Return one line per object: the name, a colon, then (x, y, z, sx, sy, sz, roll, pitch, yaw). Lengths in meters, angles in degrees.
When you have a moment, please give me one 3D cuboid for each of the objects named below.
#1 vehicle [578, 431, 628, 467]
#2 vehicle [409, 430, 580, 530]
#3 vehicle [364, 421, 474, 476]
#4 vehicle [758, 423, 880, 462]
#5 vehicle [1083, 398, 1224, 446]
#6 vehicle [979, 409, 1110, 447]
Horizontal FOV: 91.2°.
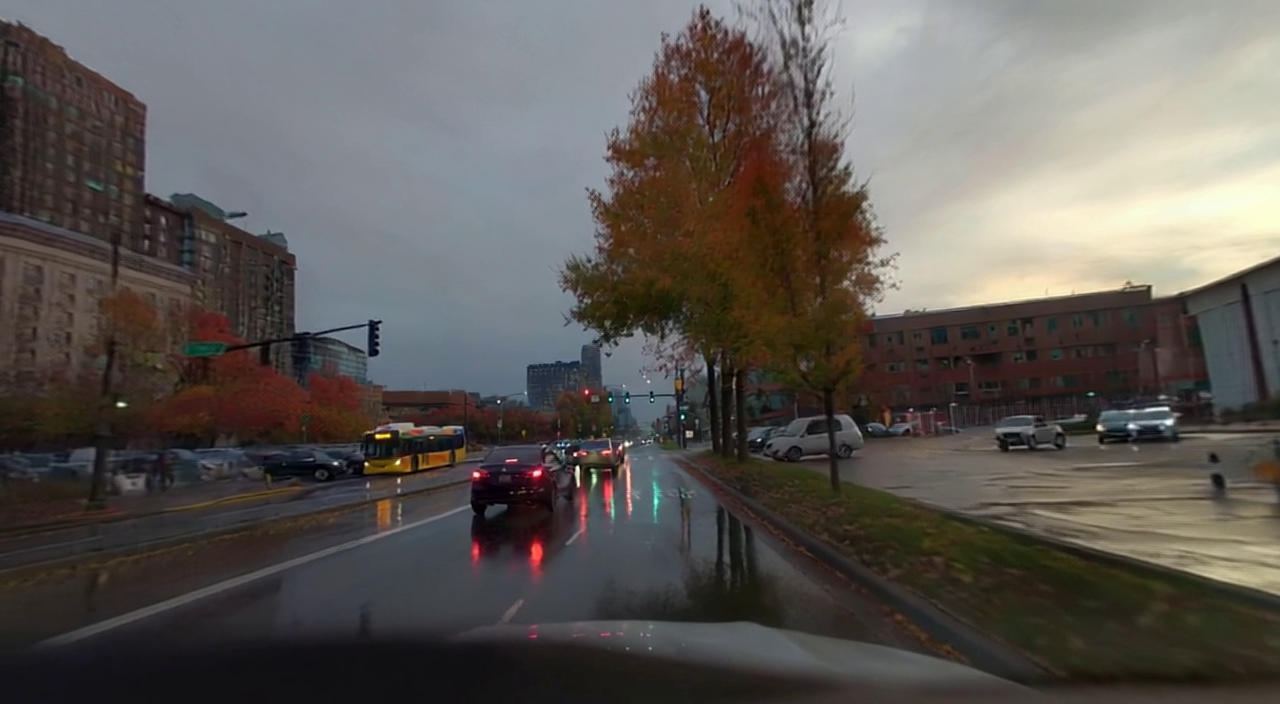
vehicle: (-1.851, 5.087, 32.888, 2.365, 1.751, 3.904, 0, -9, 0)
vehicle: (-2.416, 2.259, 11.624, 2.092, 1.507, 4.078, -1, -9, 2)
vehicle: (-14.539, 6.530, 42.637, 3.189, 3.205, 11.526, 0, -9, 0)
vehicle: (8.078, 4.114, 28.680, 4.894, 1.451, 2.089, -3, -7, 2)
vehicle: (21.488, 2.960, 26.349, 4.172, 1.687, 1.773, -4, -8, 1)
vehicle: (16.999, 3.263, 26.532, 4.064, 1.507, 2.078, 0, -9, 1)
